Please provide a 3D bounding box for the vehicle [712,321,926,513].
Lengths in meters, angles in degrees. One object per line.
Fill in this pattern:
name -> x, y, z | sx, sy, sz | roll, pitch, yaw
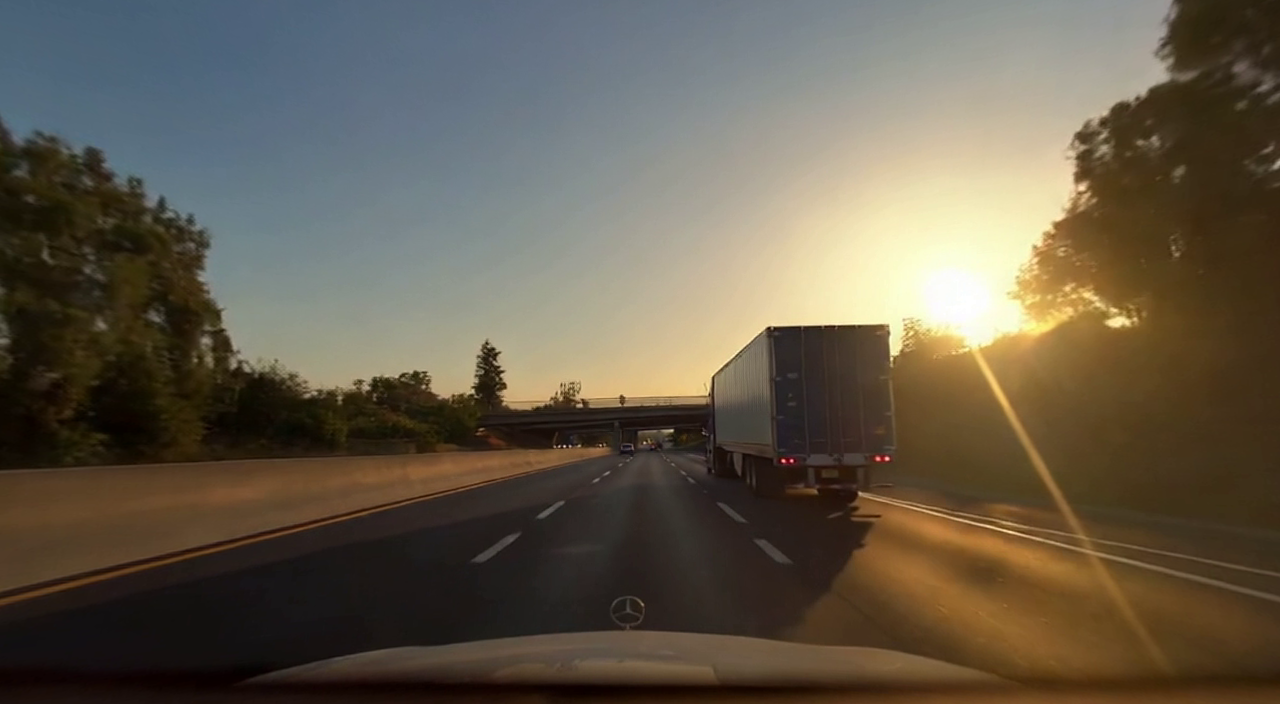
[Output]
vehicle -> 4.157, 2.098, 18.286 | 2.870, 3.768, 11.872 | 0, -8, 1
